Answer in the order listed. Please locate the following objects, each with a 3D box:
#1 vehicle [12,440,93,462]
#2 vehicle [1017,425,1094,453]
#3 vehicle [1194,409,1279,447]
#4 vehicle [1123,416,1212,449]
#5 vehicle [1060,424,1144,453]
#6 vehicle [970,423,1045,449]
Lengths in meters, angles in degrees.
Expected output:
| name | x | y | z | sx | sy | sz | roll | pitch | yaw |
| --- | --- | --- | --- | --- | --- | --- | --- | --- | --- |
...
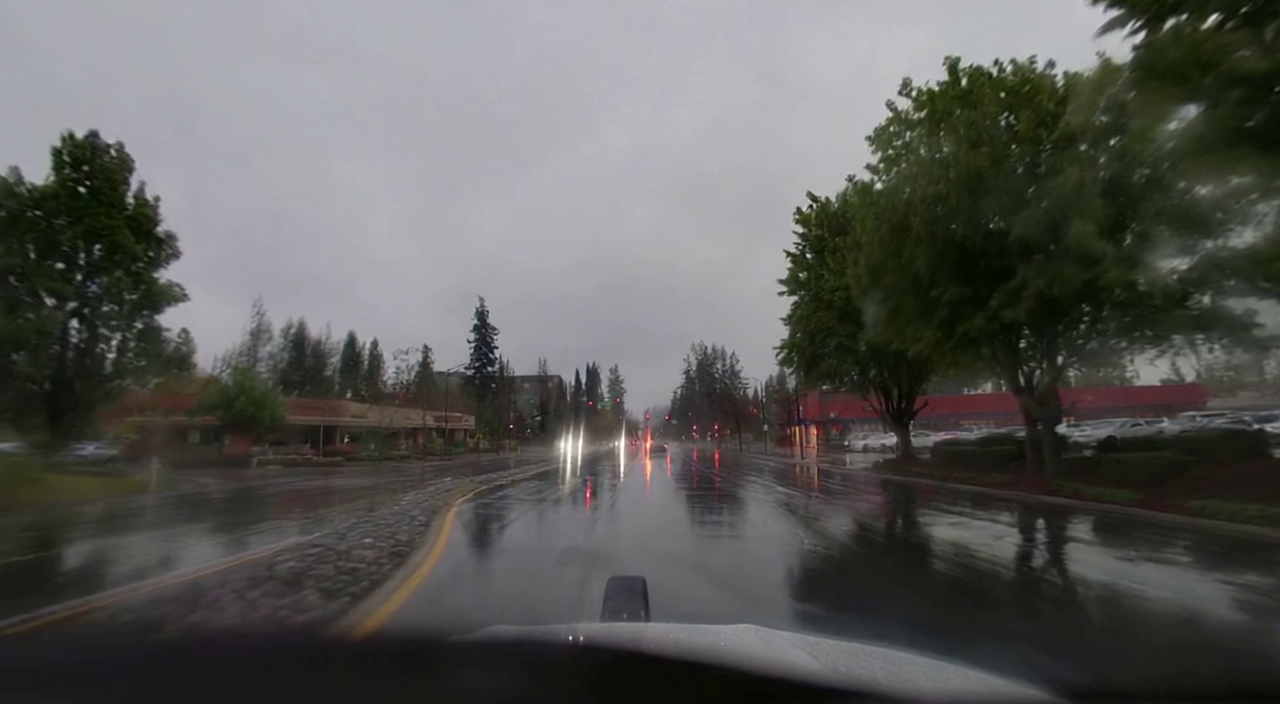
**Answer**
| name | x | y | z | sx | sy | sz | roll | pitch | yaw |
| --- | --- | --- | --- | --- | --- | --- | --- | --- | --- |
| vehicle | -45.682 | 7.752 | 49.097 | 4.443 | 1.398 | 1.830 | -3 | -10 | -2 |
| vehicle | 21.296 | 4.461 | 32.352 | 3.179 | 1.322 | 1.521 | 1 | -8 | -18 |
| vehicle | 24.386 | 3.098 | 25.363 | 3.380 | 1.431 | 1.765 | 4 | -9 | -24 |
| vehicle | 23.079 | 3.551 | 27.605 | 3.221 | 1.347 | 1.557 | 3 | -10 | -23 |
| vehicle | 21.973 | 4.097 | 30.026 | 3.143 | 1.303 | 1.491 | 1 | -8 | -16 |
| vehicle | 25.708 | 5.927 | 44.302 | 1.850 | 1.745 | 4.514 | 2 | -9 | -12 |
